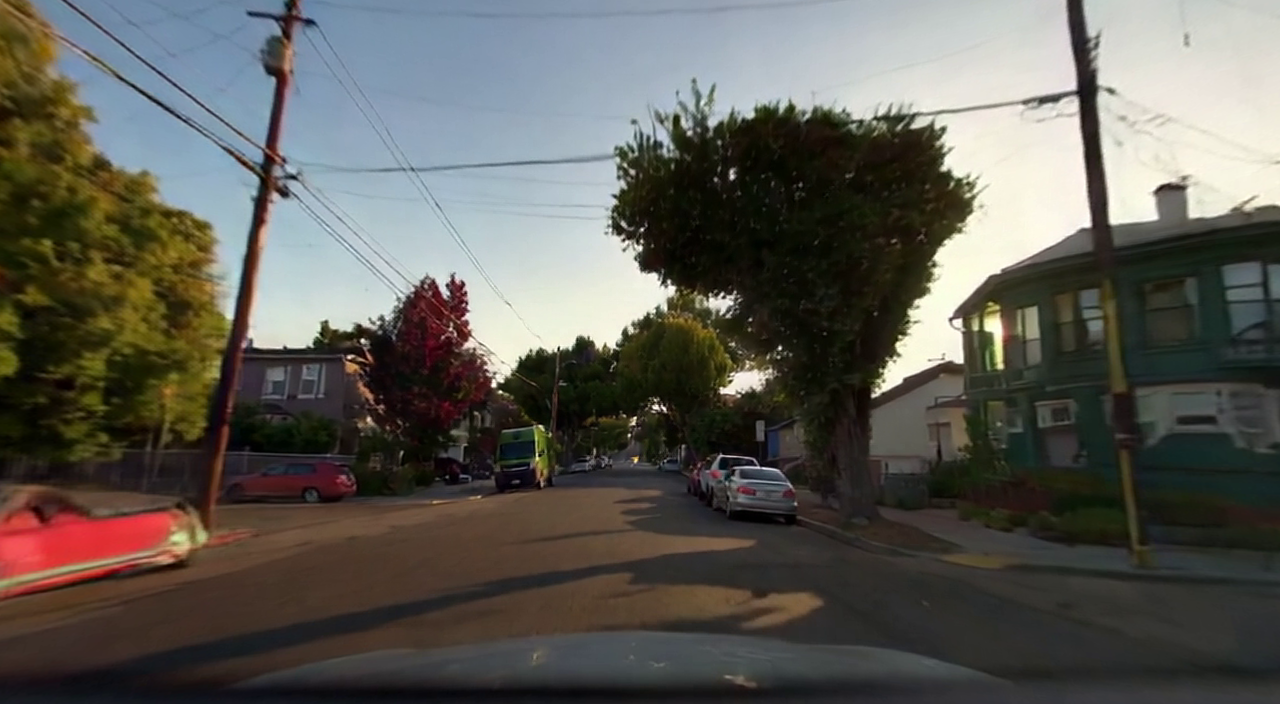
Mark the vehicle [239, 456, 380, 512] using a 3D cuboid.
[{"bbox_3d":[-13.133,5.342,25.341,4.341,1.728,2.161,0,-22,-5],"label":"vehicle"}]

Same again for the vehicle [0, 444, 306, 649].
[{"bbox_3d":[-6.389,1.975,7.574,2.057,1.632,4.730,0,-7,1],"label":"vehicle"}]

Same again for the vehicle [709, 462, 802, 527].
[{"bbox_3d":[3.373,4.244,19.323,2.010,1.661,4.615,1,-9,0],"label":"vehicle"}]

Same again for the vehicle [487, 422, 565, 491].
[{"bbox_3d":[-6.518,6.150,37.295,3.115,3.562,7.695,-1,-9,1],"label":"vehicle"}]
